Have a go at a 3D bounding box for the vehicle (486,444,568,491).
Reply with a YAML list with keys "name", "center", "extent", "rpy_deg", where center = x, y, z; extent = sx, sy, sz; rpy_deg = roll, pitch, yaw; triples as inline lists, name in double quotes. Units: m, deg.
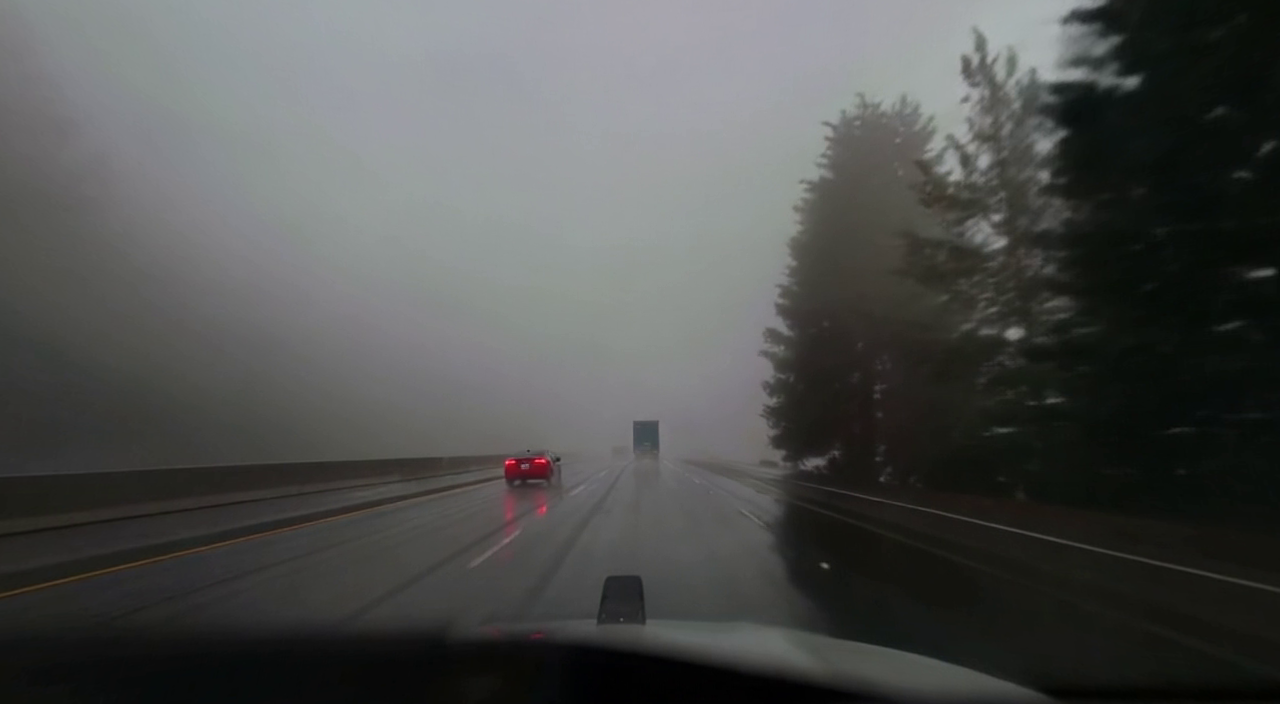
- name: "vehicle"
  center: [-3.970, 4.163, 23.110]
  extent: [1.999, 1.533, 4.870]
  rpy_deg: [-1, -9, 1]
